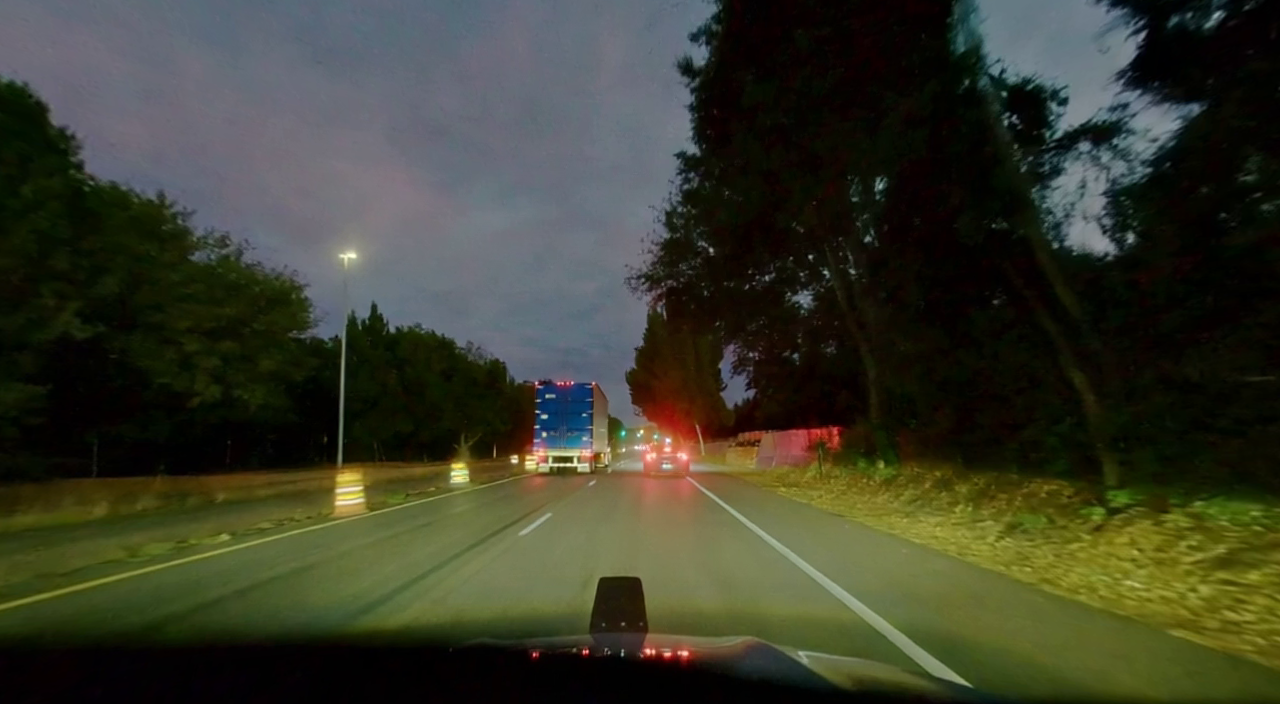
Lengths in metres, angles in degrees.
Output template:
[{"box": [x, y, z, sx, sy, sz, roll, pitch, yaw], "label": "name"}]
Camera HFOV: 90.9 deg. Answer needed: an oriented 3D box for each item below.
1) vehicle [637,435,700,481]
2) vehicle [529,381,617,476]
[{"box": [1.038, 4.204, 25.288, 2.304, 1.675, 4.462, 0, -8, 0], "label": "vehicle"}, {"box": [-3.188, 4.439, 35.173, 2.906, 4.115, 15.715, 0, -8, 1], "label": "vehicle"}]
